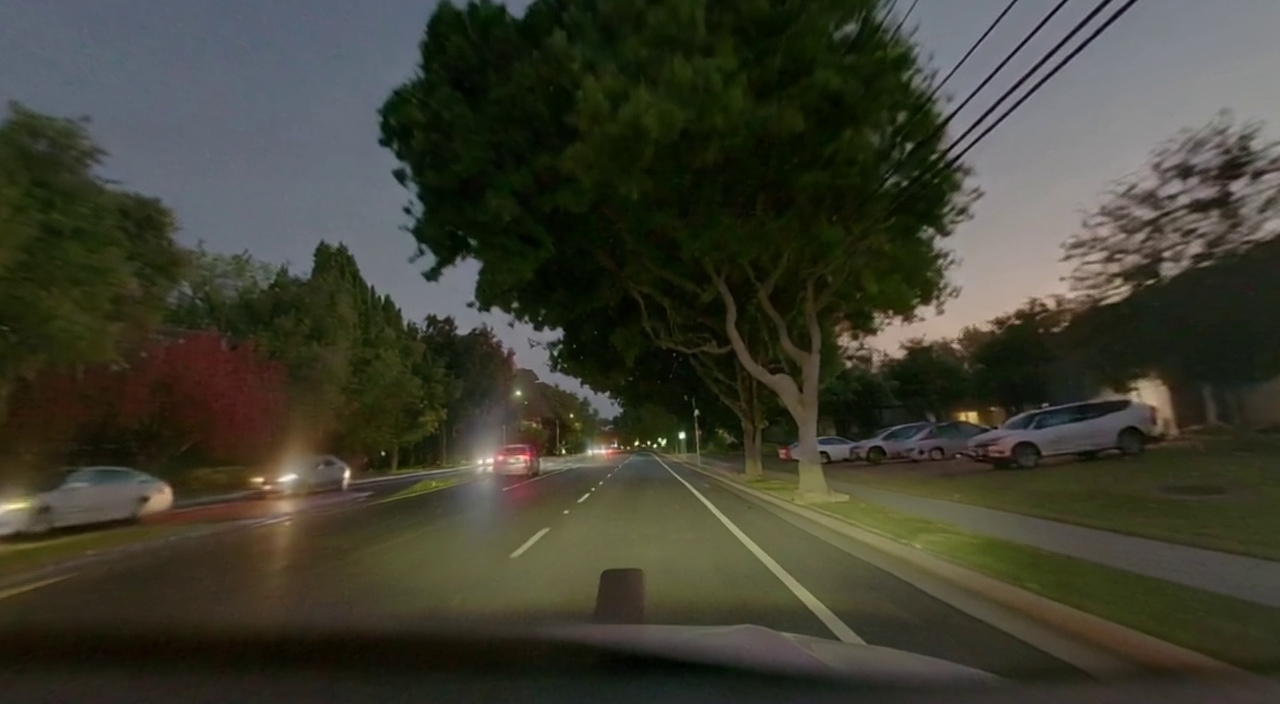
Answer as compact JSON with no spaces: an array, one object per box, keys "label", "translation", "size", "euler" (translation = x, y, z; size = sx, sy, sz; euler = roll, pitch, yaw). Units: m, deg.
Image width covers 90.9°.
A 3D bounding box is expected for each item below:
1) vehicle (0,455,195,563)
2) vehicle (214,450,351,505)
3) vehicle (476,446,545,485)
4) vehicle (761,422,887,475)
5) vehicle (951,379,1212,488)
[{"label":"vehicle","translation":[-10.388,2.602,11.095],"size":[2.048,1.481,4.543],"euler":[0,-9,-4]},{"label":"vehicle","translation":[-12.605,4.403,22.668],"size":[2.077,1.713,4.715],"euler":[-1,-9,1]},{"label":"vehicle","translation":[-5.369,4.748,26.767],"size":[2.084,1.466,4.522],"euler":[0,-9,-2]},{"label":"vehicle","translation":[8.241,4.403,28.595],"size":[4.840,1.583,2.324],"euler":[-9,-10,-3]},{"label":"vehicle","translation":[10.732,2.047,15.652],"size":[4.610,1.853,2.265],"euler":[-8,-10,-3]}]
